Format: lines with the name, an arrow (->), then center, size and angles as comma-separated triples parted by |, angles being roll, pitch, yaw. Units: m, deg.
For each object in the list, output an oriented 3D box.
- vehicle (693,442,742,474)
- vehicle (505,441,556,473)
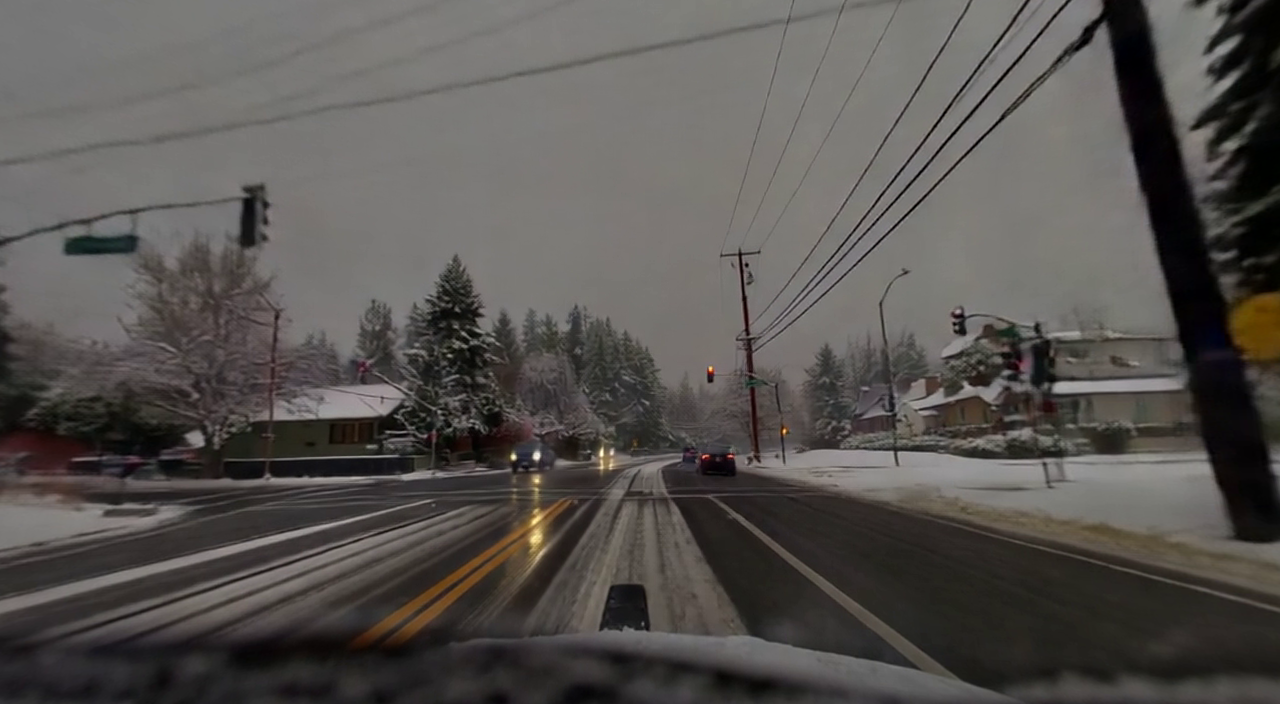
vehicle -> 3.842, 5.314, 31.912 | 1.951, 1.479, 4.487 | 0, -8, 0
vehicle -> -6.269, 6.040, 36.598 | 1.959, 1.741, 4.393 | -1, -8, 2
